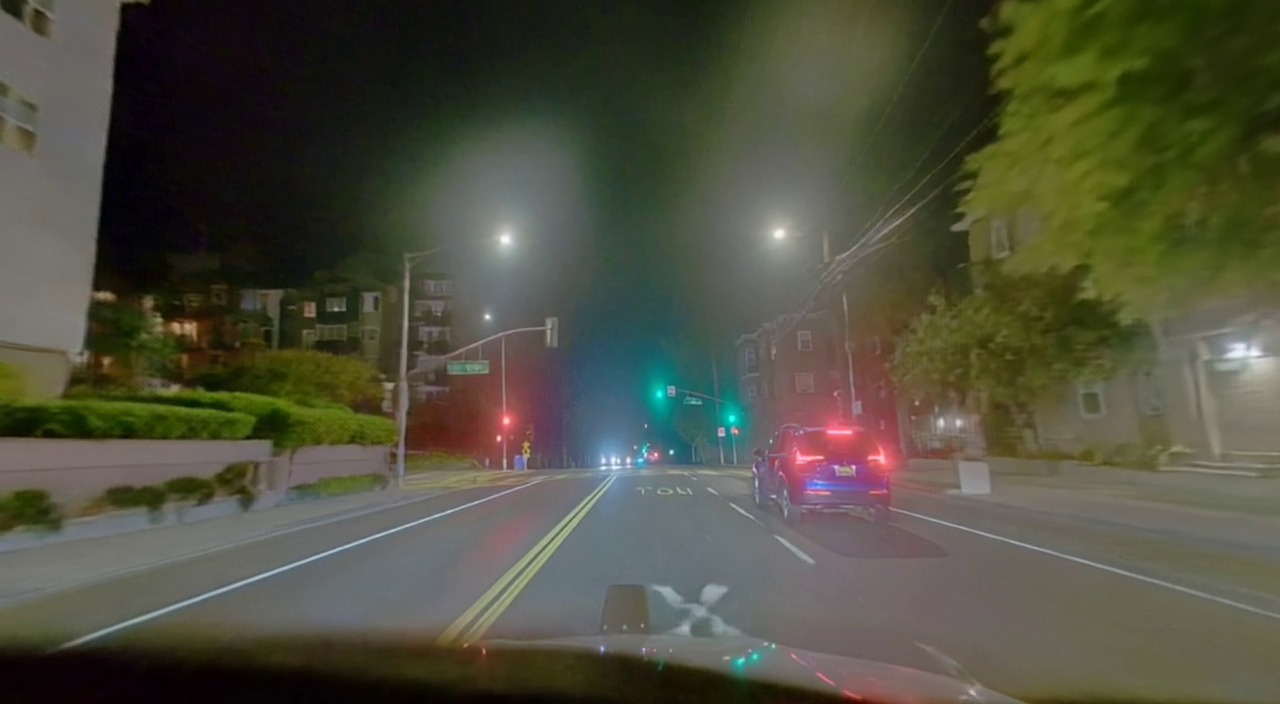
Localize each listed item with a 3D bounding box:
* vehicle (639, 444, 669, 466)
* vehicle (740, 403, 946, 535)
[{"bbox_3d":[0.965,7.512,46.113,2.097,1.463,4.043,0,-9,0],"label":"vehicle"},{"bbox_3d":[3.296,2.039,11.511,2.130,1.863,4.844,0,-9,0],"label":"vehicle"}]
